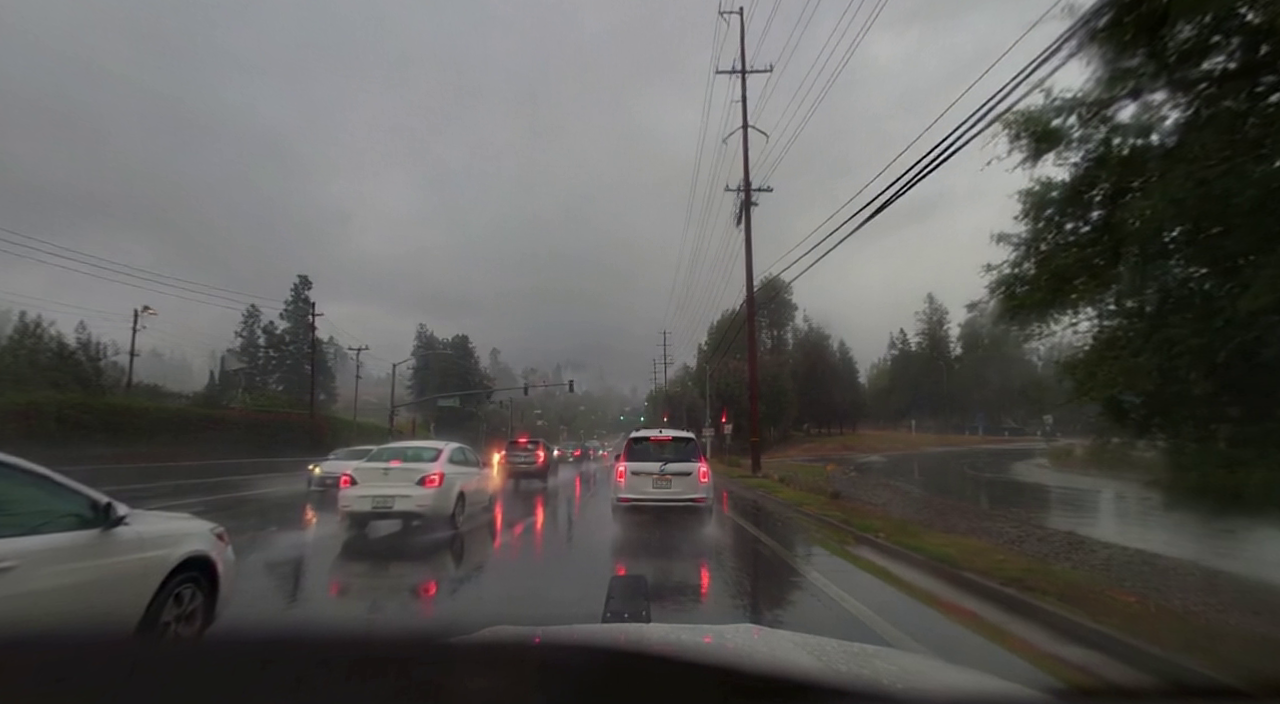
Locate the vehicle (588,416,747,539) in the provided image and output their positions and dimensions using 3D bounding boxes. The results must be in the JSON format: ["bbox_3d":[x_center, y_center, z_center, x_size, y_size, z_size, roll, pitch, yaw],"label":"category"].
[{"bbox_3d":[0.422,2.045,10.795,2.205,1.691,3.937,0,-9,1],"label":"vehicle"}]

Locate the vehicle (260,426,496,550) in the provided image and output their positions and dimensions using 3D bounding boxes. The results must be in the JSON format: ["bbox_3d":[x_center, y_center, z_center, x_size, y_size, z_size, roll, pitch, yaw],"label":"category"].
[{"bbox_3d":[-3.811,2.034,10.095,1.999,1.563,4.007,0,-9,1],"label":"vehicle"}]

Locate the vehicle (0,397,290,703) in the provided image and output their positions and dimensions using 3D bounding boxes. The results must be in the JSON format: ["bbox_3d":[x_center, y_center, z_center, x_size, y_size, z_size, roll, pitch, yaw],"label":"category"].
[{"bbox_3d":[-3.728,0.898,2.356,2.051,1.488,4.806,0,-9,0],"label":"vehicle"}]

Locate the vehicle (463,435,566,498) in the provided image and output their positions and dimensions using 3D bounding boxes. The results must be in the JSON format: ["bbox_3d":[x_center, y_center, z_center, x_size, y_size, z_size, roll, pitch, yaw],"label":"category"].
[{"bbox_3d":[-3.590,3.365,18.909,2.018,1.621,4.441,-1,-9,2],"label":"vehicle"}]
